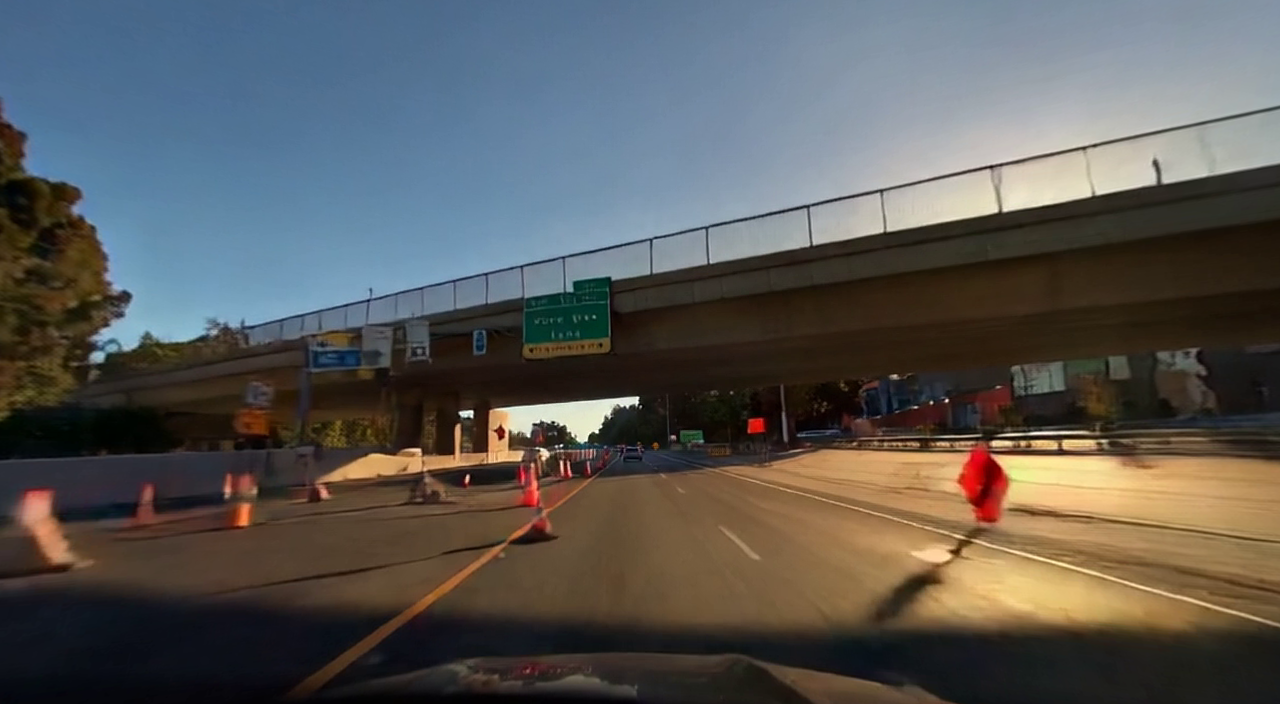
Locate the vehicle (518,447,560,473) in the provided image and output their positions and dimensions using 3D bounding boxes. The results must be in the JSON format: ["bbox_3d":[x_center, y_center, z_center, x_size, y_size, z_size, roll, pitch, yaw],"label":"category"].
[{"bbox_3d":[-6.287,6.745,39.789,1.997,1.507,4.248,0,-9,-1],"label":"vehicle"}]

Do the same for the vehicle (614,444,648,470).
[{"bbox_3d":[-0.596,6.928,41.764,2.109,1.638,3.856,0,-9,-1],"label":"vehicle"}]
